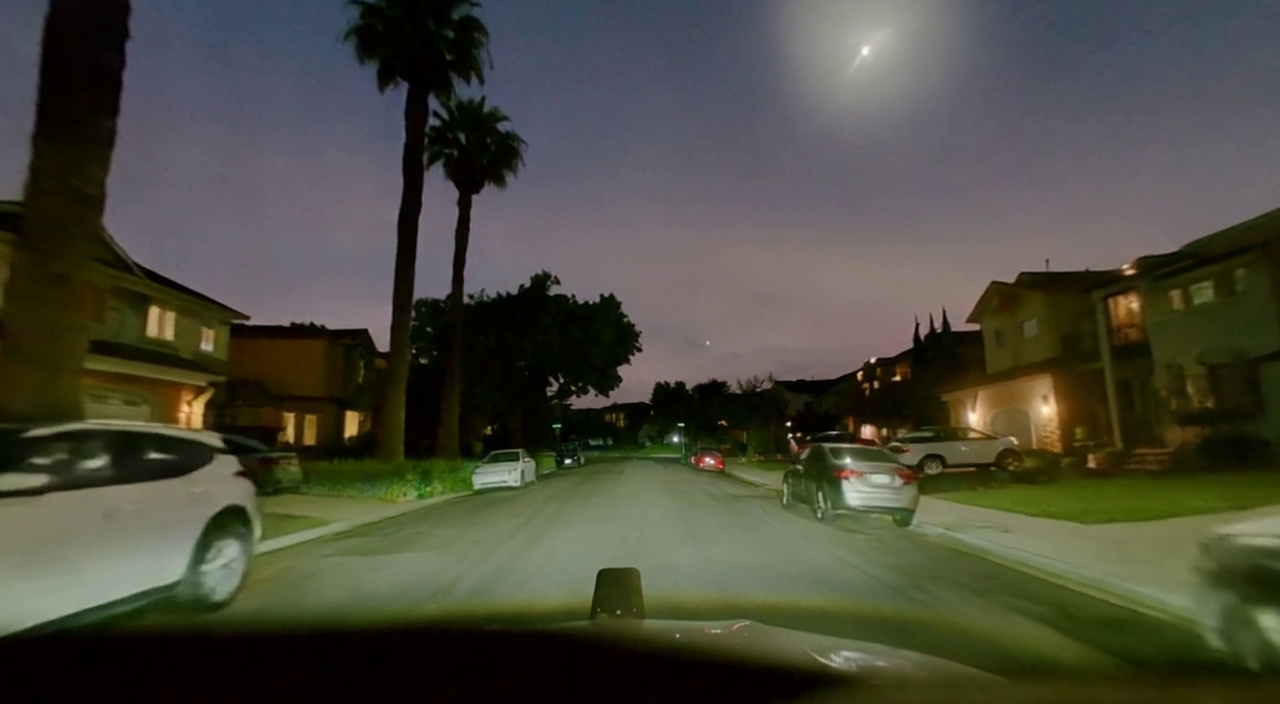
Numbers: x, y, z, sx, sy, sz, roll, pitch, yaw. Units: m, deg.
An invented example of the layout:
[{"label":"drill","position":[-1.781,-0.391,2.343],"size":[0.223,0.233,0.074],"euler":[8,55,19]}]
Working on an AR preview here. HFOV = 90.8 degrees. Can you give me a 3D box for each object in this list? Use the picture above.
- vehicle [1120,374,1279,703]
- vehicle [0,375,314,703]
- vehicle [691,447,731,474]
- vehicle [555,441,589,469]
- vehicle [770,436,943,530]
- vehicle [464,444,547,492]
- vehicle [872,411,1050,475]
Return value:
[{"label":"vehicle","position":[4.069,0.776,1.820],"size":[2.072,1.685,4.160],"euler":[0,-9,0]},{"label":"vehicle","position":[-4.656,1.202,4.629],"size":[2.147,1.823,4.725],"euler":[0,-7,-2]},{"label":"vehicle","position":[4.197,6.477,37.977],"size":[1.867,1.480,4.678],"euler":[0,-9,0]},{"label":"vehicle","position":[-5.038,7.533,46.512],"size":[2.106,1.914,4.363],"euler":[2,-8,-11]},{"label":"vehicle","position":[4.099,2.539,12.824],"size":[1.987,1.567,4.112],"euler":[0,-9,-1]},{"label":"vehicle","position":[-4.652,4.126,22.600],"size":[2.080,1.479,4.531],"euler":[0,-10,-2]},{"label":"vehicle","position":[10.684,3.075,21.321],"size":[4.871,1.931,1.929],"euler":[-1,-9,-1]}]
